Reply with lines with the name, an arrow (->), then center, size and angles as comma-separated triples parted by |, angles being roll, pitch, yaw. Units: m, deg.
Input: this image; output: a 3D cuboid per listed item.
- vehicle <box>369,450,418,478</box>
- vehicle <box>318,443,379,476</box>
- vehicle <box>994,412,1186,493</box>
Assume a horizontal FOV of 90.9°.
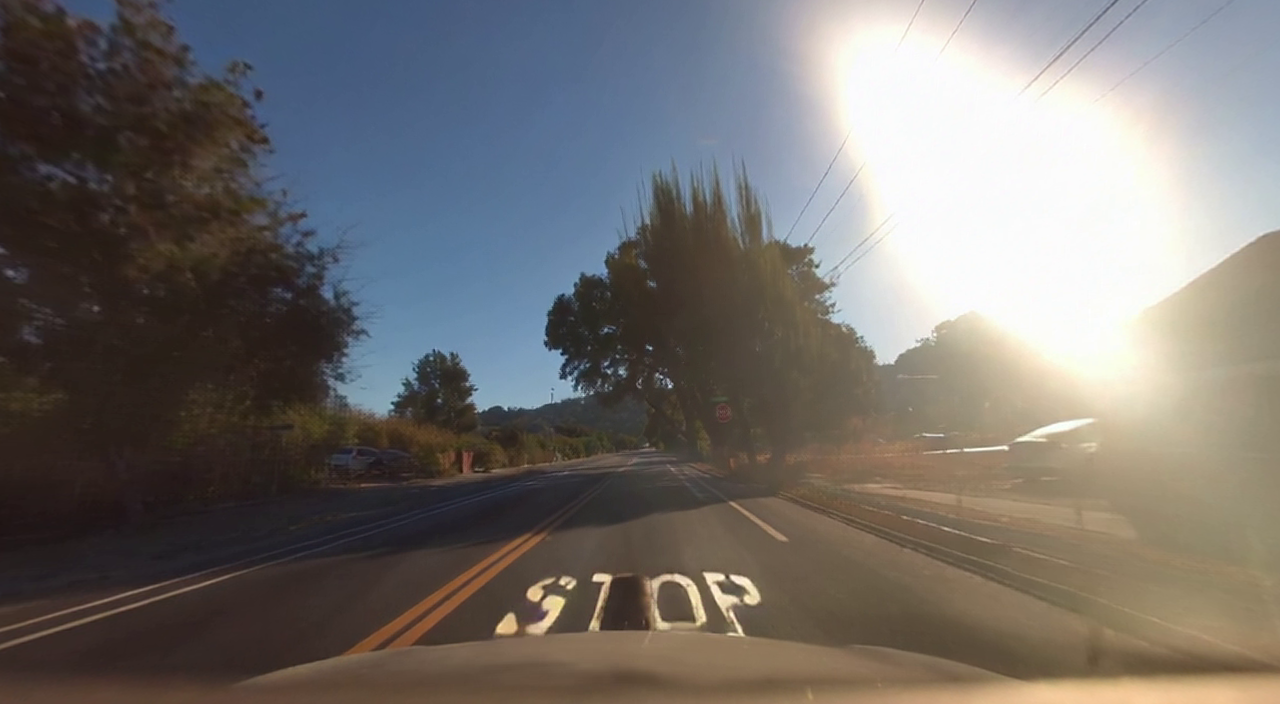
vehicle -> -14.495, 6.589, 37.255 | 1.739, 1.539, 3.548 | 1, -9, -5
vehicle -> -17.649, 6.588, 38.363 | 1.849, 1.831, 3.980 | -1, -10, 0
vehicle -> 11.269, 2.477, 15.811 | 4.013, 1.786, 1.987 | 3, -9, -23
